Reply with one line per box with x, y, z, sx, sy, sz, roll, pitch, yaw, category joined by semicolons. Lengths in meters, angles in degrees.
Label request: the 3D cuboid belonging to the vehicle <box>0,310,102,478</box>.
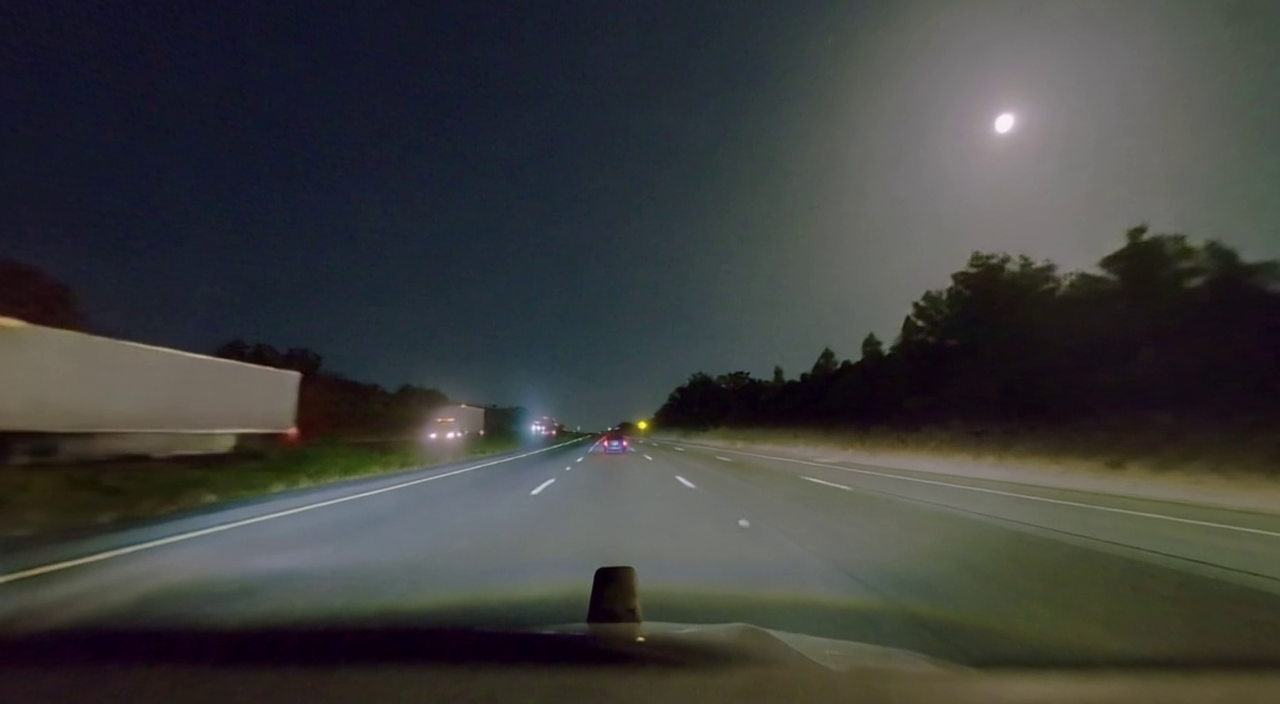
-16.434;0.954;14.443;2.992;3.902;5.828;0;-8;-2;vehicle

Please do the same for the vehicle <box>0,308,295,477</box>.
-16.855;1.794;21.106;2.915;3.951;14.819;0;-8;-3;vehicle

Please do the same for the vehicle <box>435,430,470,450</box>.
-14.045;6.591;47.428;1.682;1.409;3.563;0;-8;-3;vehicle

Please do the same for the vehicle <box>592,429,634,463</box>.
-1.415;4.799;32.302;1.997;1.589;4.179;0;-8;-4;vehicle
